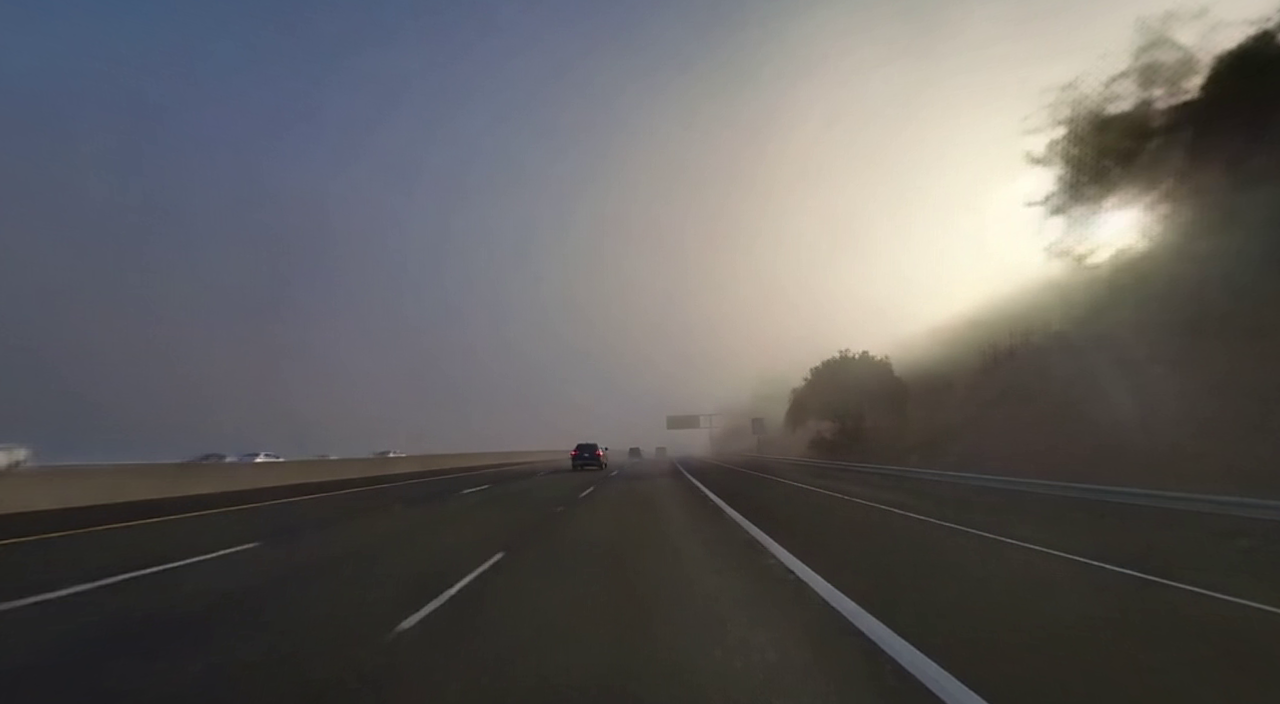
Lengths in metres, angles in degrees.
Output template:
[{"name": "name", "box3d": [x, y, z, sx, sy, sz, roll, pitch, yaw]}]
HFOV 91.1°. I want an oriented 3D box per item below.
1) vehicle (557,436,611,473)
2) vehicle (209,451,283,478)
[{"name": "vehicle", "box3d": [-3.006, 5.640, 34.814, 2.413, 1.896, 5.218, -1, -8, 1]}, {"name": "vehicle", "box3d": [-27.221, 7.787, 43.584, 2.016, 1.671, 4.537, -1, -8, 2]}]
